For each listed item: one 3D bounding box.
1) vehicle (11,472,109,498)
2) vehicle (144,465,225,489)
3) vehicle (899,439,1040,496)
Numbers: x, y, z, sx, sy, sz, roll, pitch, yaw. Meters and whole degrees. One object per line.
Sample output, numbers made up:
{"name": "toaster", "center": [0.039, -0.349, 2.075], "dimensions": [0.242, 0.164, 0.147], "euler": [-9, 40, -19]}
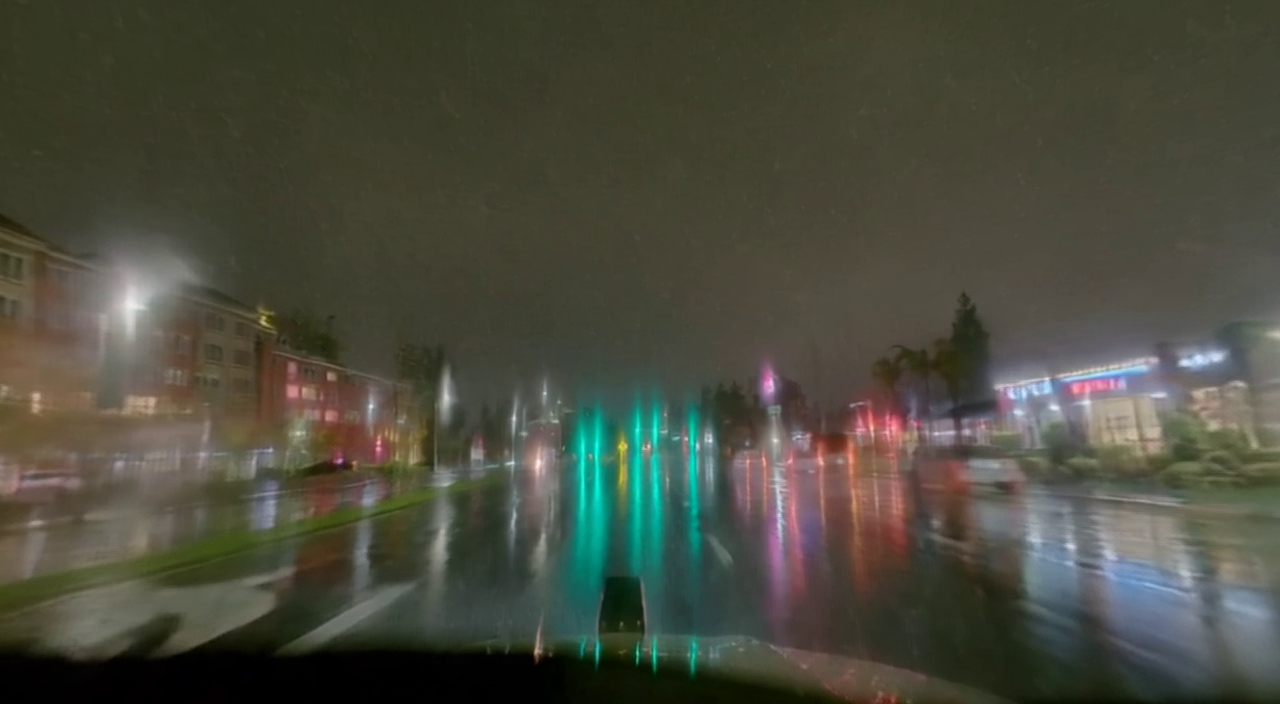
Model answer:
{"name": "vehicle", "center": [-42.260, 9.660, 46.157], "dimensions": [4.805, 1.609, 1.906], "euler": [4, -9, -24]}
{"name": "vehicle", "center": [-35.228, 9.705, 49.046], "dimensions": [4.654, 1.648, 1.915], "euler": [3, -9, -21]}
{"name": "vehicle", "center": [10.138, 3.568, 19.940], "dimensions": [1.886, 1.556, 4.513], "euler": [0, -8, -2]}
